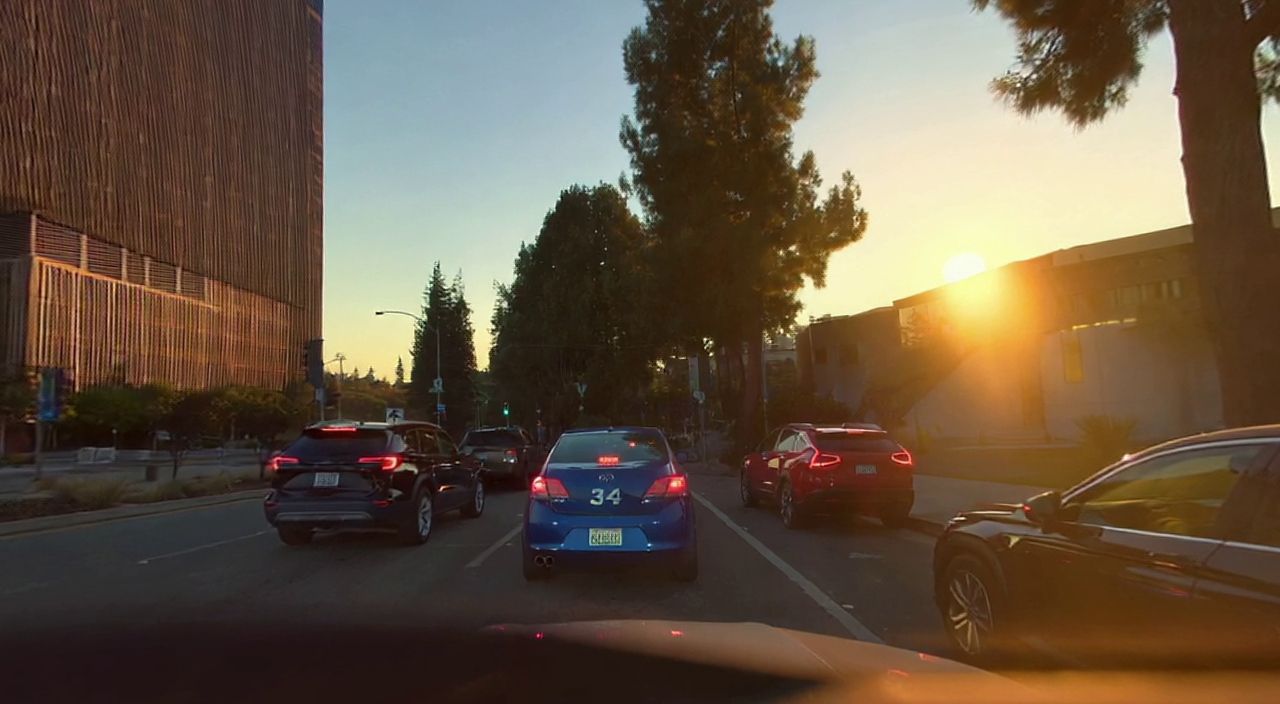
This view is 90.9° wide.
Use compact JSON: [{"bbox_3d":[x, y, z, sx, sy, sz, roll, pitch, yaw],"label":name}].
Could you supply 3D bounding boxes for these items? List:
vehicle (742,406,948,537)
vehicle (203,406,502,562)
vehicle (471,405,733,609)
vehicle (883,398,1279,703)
[{"bbox_3d":[3.345,2.083,11.530,2.117,1.879,4.715,0,-8,-1],"label":"vehicle"},{"bbox_3d":[-3.748,1.830,9.507,2.141,1.718,4.809,0,-8,1],"label":"vehicle"},{"bbox_3d":[-0.353,1.586,7.412,2.114,1.631,4.459,0,-8,-1],"label":"vehicle"},{"bbox_3d":[3.248,1.075,3.399,2.045,1.459,4.462,0,-8,-1],"label":"vehicle"}]
